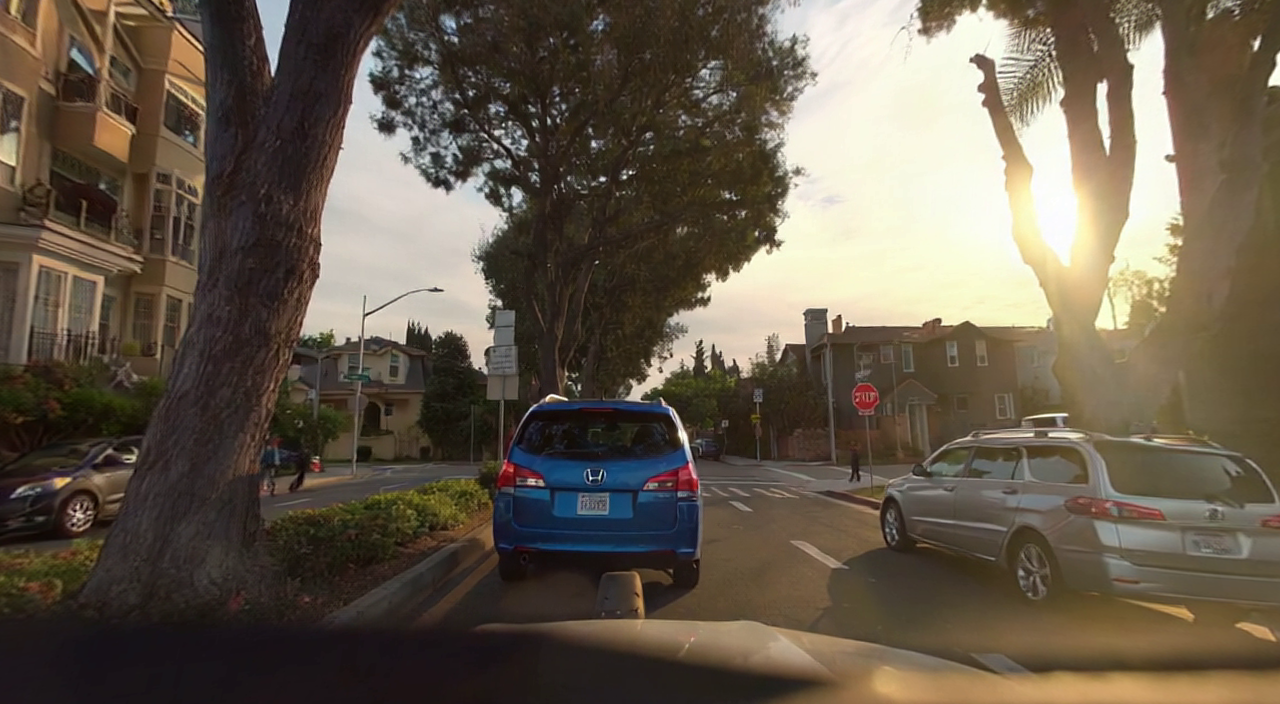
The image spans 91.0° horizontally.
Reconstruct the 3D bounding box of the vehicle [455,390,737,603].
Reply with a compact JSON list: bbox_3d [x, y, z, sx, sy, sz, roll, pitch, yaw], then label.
[{"bbox_3d":[-0.388,1.570,7.739,2.377,1.787,4.652,0,-8,-1],"label":"vehicle"}]

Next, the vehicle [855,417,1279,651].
[{"bbox_3d":[4.217,1.681,6.910,1.959,1.581,4.731,4,-9,-2],"label":"vehicle"}]

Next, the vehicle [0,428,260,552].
[{"bbox_3d":[-8.293,2.021,10.058,1.825,1.532,4.083,-3,-7,2],"label":"vehicle"}]
